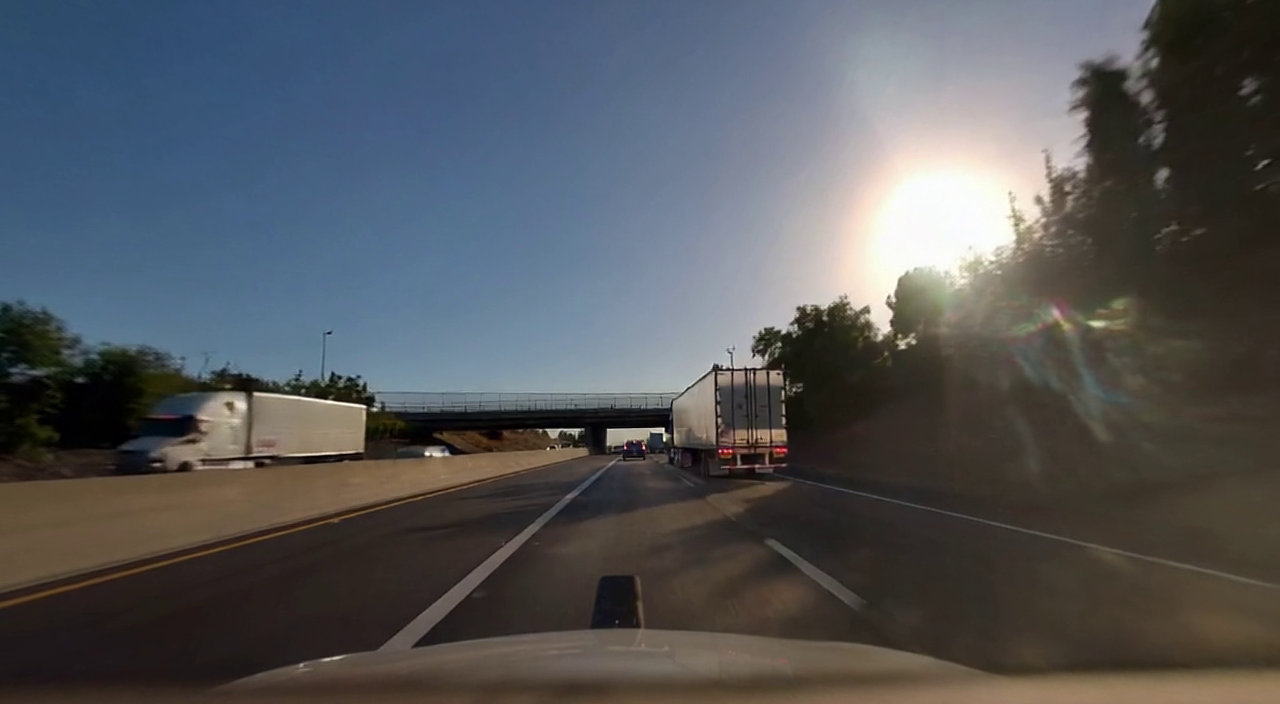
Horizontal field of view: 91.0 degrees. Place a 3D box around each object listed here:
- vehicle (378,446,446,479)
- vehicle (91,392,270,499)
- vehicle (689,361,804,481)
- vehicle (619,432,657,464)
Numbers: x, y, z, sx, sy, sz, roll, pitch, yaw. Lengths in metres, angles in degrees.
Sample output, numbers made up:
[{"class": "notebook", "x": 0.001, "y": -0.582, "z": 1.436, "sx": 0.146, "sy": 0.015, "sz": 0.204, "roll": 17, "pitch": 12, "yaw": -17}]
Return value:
[{"class": "vehicle", "x": -11.688, "y": 5.659, "z": 32.657, "sx": 1.986, "sy": 1.548, "sz": 4.506, "roll": 0, "pitch": -8, "yaw": -2}, {"class": "vehicle", "x": -19.006, "y": 3.915, "z": 26.628, "sx": 3.041, "sy": 3.970, "sz": 5.846, "roll": 0, "pitch": -8, "yaw": -1}, {"class": "vehicle", "x": 3.860, "y": 2.892, "z": 25.316, "sx": 2.967, "sy": 3.961, "sz": 8.660, "roll": 0, "pitch": -8, "yaw": -1}, {"class": "vehicle", "x": -0.194, "y": 6.679, "z": 43.923, "sx": 2.456, "sy": 2.007, "sz": 4.728, "roll": 0, "pitch": -8, "yaw": -1}]
